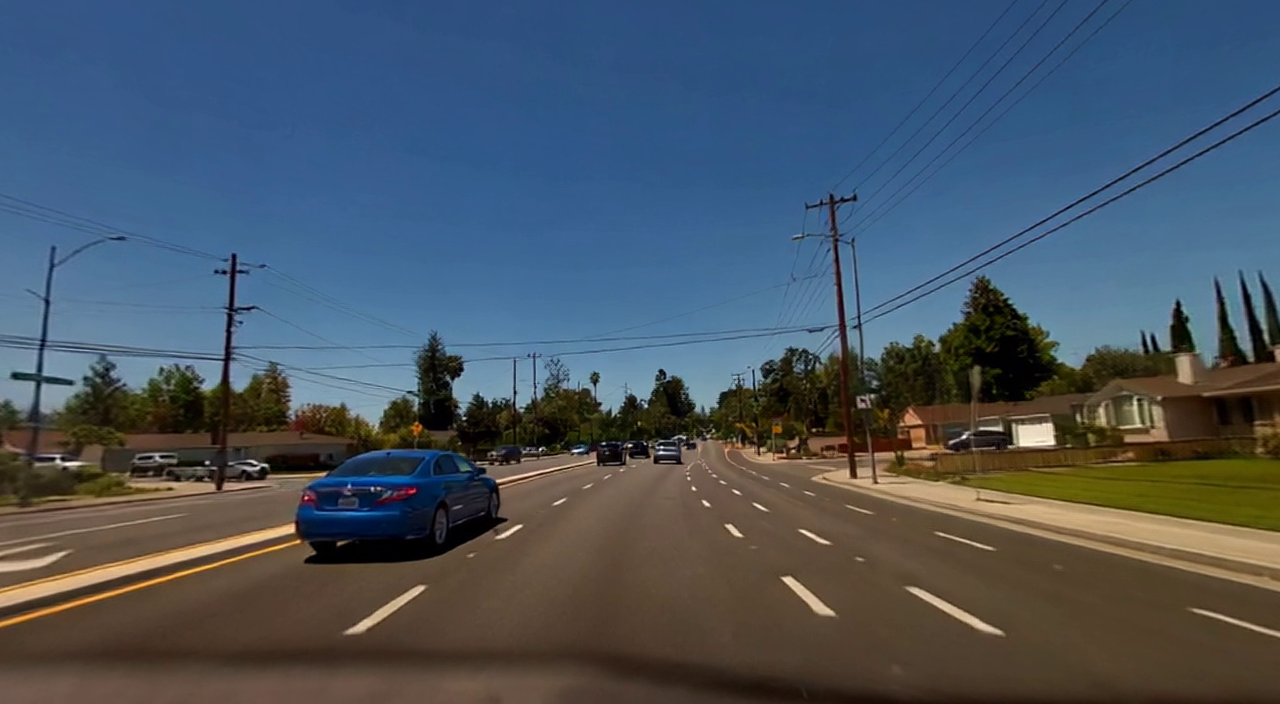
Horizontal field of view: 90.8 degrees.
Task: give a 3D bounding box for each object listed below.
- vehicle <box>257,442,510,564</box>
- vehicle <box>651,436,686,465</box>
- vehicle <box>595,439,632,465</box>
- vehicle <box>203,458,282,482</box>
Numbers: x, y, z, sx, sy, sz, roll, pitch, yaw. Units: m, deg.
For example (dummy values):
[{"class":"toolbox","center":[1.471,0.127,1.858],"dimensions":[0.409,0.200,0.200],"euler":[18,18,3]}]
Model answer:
[{"class":"vehicle","center":[-3.468,2.092,9.661],"dimensions":[1.901,1.409,4.442],"euler":[0,-8,2]},{"class":"vehicle","center":[1.990,6.668,42.812],"dimensions":[2.155,1.836,4.250],"euler":[-1,-8,6]},{"class":"vehicle","center":[-1.756,6.848,43.338],"dimensions":[1.899,1.685,4.121],"euler":[-1,-8,6]},{"class":"vehicle","center":[-26.203,7.779,41.674],"dimensions":[4.240,1.442,1.574],"euler":[-1,-8,6]}]
